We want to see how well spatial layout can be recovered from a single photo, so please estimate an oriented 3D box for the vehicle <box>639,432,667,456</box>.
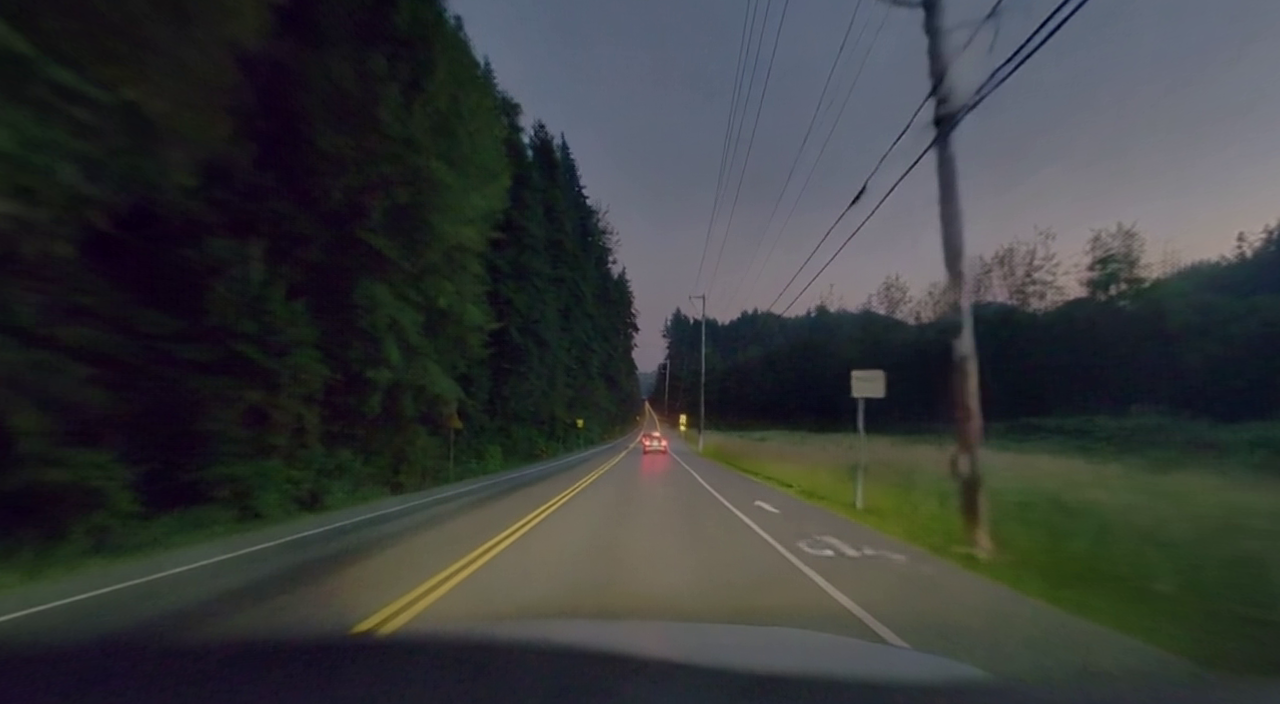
[{"bbox_3d":[1.057,7.142,49.012,2.083,1.767,4.448,0,-8,2],"label":"vehicle"}]
